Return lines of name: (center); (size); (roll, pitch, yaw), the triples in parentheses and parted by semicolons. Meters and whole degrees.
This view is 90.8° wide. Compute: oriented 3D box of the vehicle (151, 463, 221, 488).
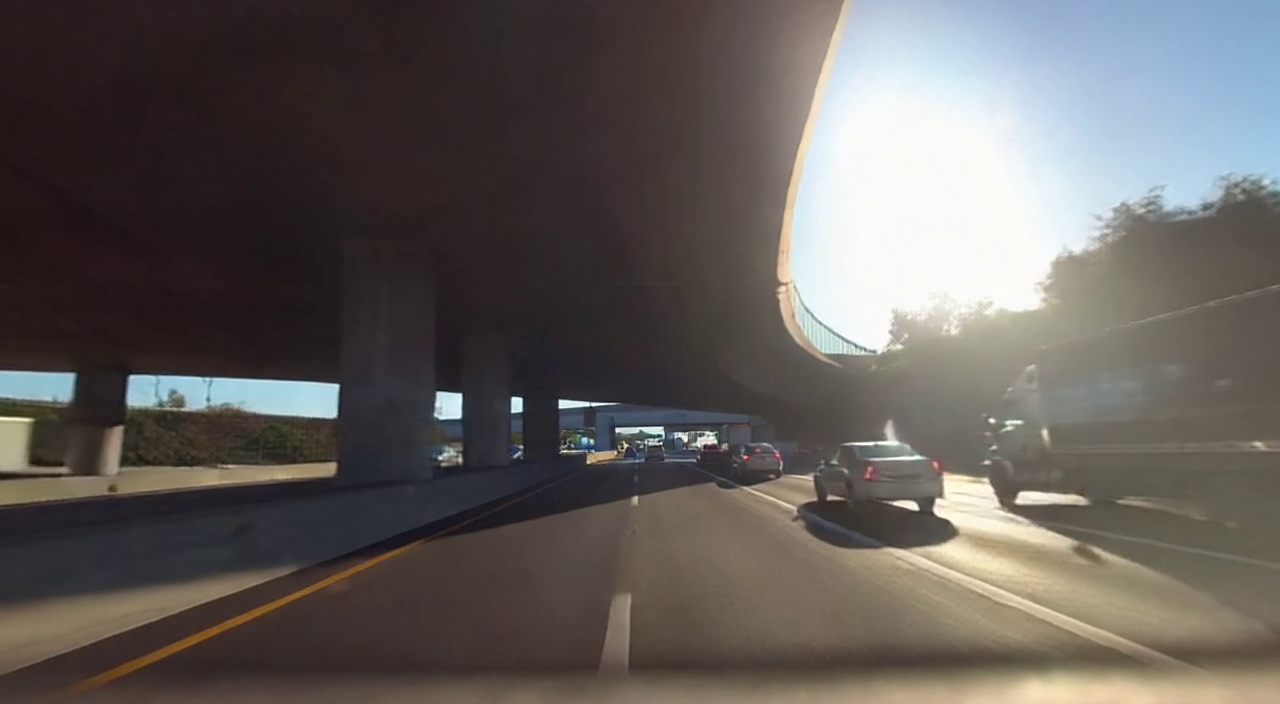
vehicle: (-31.654, 8.601, 44.238); (1.829, 1.506, 4.390); (0, -8, -3)

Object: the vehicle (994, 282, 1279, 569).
vehicle: (8.819, 1.004, 8.357); (3.020, 3.240, 8.990); (0, -8, 0)

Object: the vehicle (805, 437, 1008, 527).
vehicle: (5.116, 2.547, 13.127); (1.959, 1.483, 5.135); (0, -8, 0)

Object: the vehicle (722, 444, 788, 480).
vehicle: (4.914, 4.767, 27.663); (1.987, 1.448, 4.356); (0, -8, -1)
